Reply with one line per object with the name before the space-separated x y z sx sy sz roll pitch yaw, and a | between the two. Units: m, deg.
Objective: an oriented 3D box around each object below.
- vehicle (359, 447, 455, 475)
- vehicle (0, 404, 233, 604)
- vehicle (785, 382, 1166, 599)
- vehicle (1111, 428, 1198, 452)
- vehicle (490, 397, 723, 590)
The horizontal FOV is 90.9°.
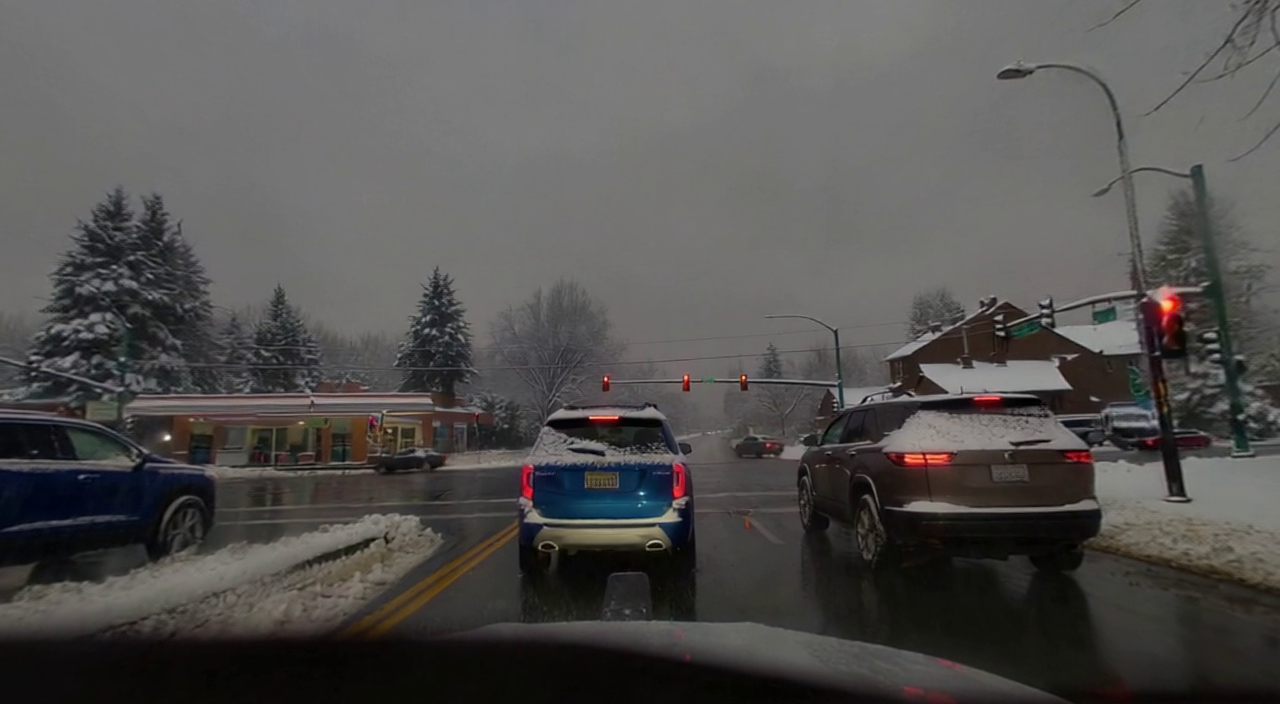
vehicle | -13.015 6.105 35.415 4.669 1.469 1.855 0 -9 -3
vehicle | -6.725 1.447 6.224 2.011 1.774 4.866 0 -9 2
vehicle | 3.266 1.462 7.432 2.083 1.779 4.347 0 -9 0
vehicle | 34.304 5.879 42.090 4.276 1.579 1.762 0 -9 -3
vehicle | -0.240 1.564 7.692 2.067 1.702 3.987 0 -9 2
